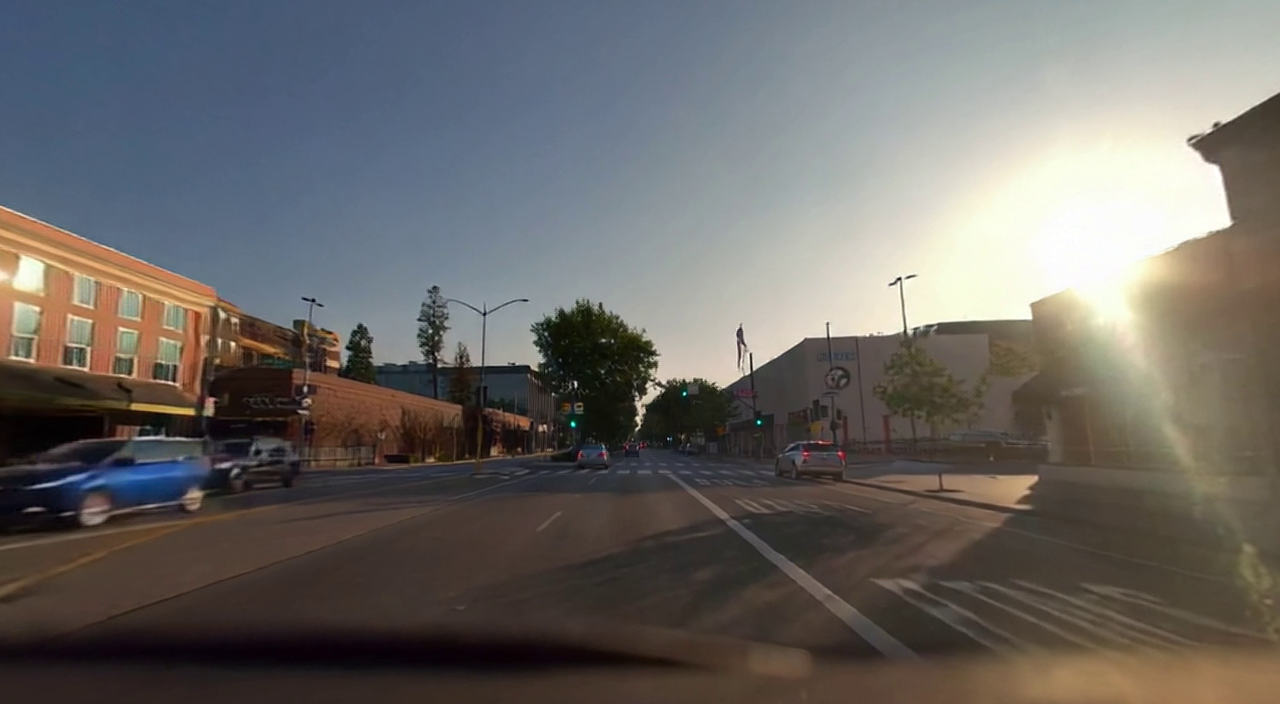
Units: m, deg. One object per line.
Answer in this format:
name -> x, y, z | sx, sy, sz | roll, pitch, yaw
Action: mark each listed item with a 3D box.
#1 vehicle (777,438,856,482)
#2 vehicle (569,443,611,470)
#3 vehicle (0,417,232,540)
vehicle -> 7.246, 4.478, 26.375 | 1.950, 1.686, 4.509 | 0, -9, -1
vehicle -> -2.843, 6.065, 36.872 | 2.078, 1.471, 4.217 | 0, -9, 0
vehicle -> -10.258, 2.239, 11.793 | 2.155, 1.830, 4.564 | 0, -8, -1
